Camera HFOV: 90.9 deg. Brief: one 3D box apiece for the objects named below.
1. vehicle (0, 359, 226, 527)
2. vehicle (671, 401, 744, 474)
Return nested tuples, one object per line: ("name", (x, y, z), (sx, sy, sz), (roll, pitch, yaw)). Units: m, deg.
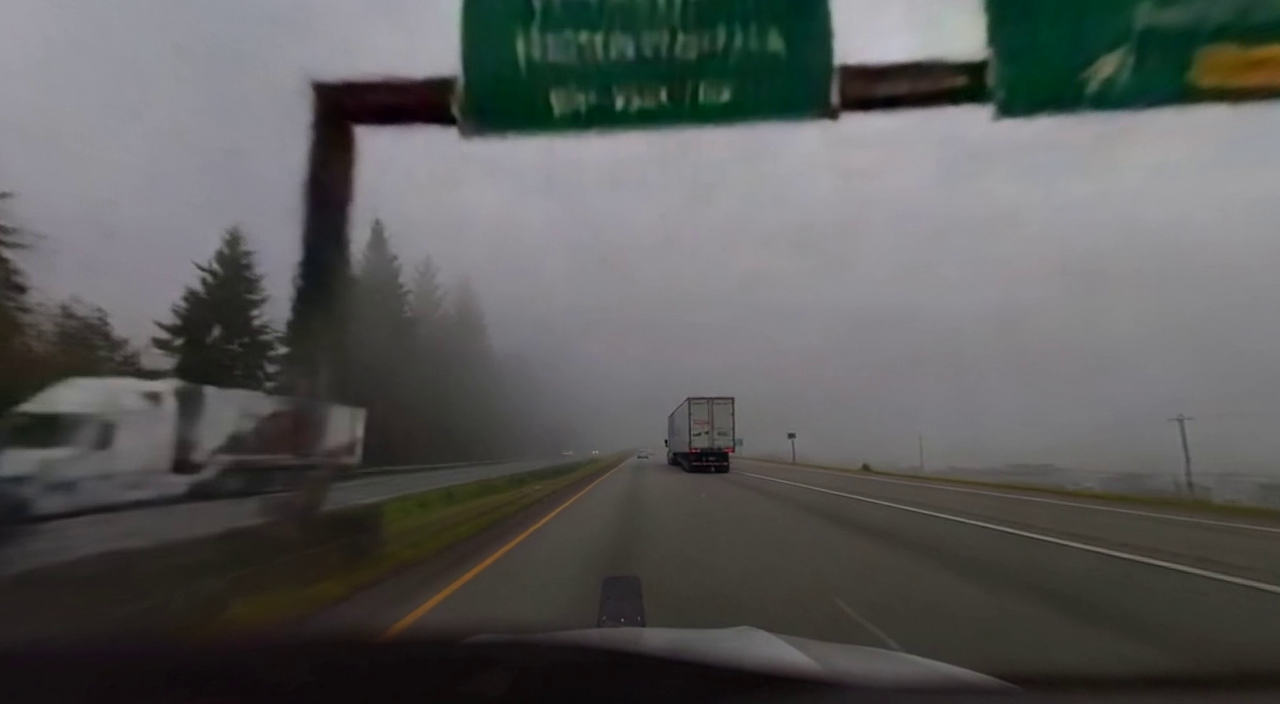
("vehicle", (-15.421, 2.567, 17.831), (3.090, 3.886, 6.253), (0, -9, -1))
("vehicle", (3.893, 5.604, 40.337), (2.955, 3.825, 14.115), (0, -9, -1))
